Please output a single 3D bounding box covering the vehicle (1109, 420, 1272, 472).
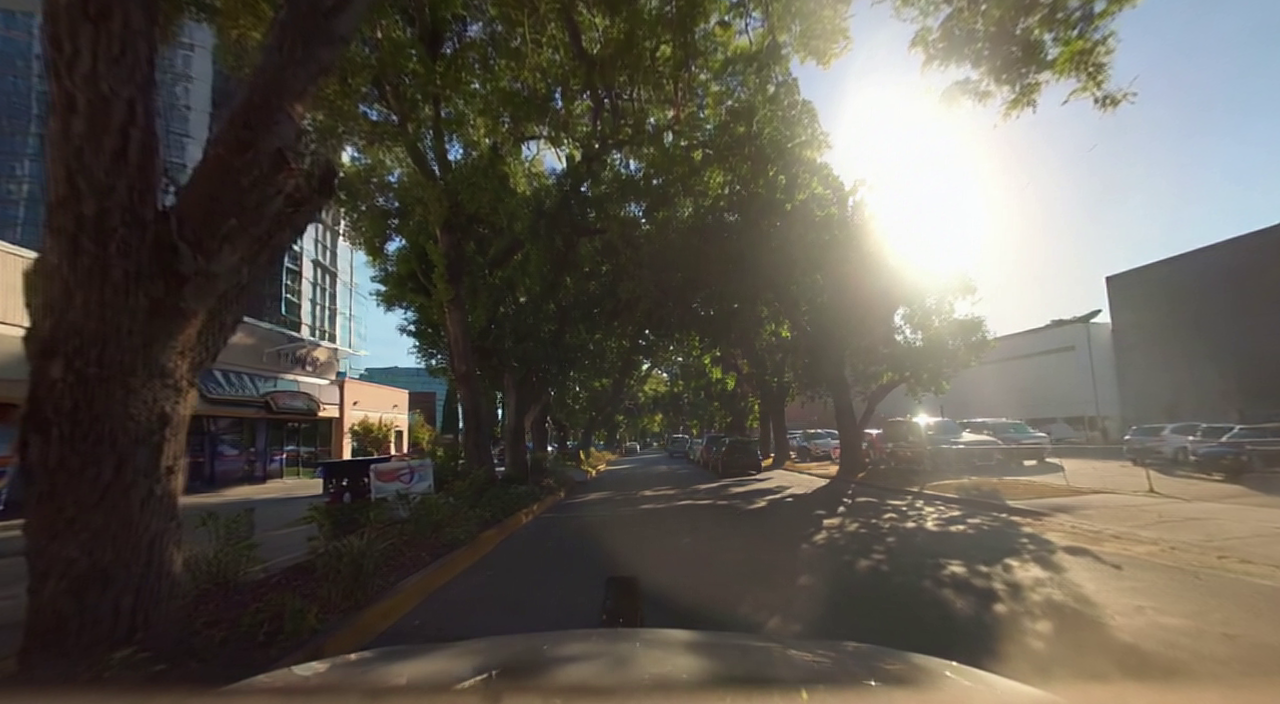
[{"bbox_3d":[25.355,4.329,29.239,5.596,2.168,2.307,2,-8,-5],"label":"vehicle"}]

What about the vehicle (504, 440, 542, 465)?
[{"bbox_3d":[-8.233,7.118,44.864,1.993,1.640,4.457,0,-8,-2],"label":"vehicle"}]

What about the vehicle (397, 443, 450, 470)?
[{"bbox_3d":[-14.703,7.078,43.124,1.888,1.657,4.138,0,-8,4],"label":"vehicle"}]

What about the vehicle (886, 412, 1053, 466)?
[{"bbox_3d":[13.414,3.580,25.986,5.540,2.045,2.259,0,-8,-2],"label":"vehicle"}]

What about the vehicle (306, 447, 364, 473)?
[{"bbox_3d":[-20.544,7.282,42.728,1.880,1.617,3.870,0,-8,1],"label":"vehicle"}]

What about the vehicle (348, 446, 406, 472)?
[{"bbox_3d":[-17.554,7.146,42.401,1.850,1.531,4.256,0,-8,3],"label":"vehicle"}]

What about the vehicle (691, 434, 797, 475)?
[{"bbox_3d":[4.776,4.621,28.759,4.626,1.723,1.939,5,-10,-33],"label":"vehicle"}]
